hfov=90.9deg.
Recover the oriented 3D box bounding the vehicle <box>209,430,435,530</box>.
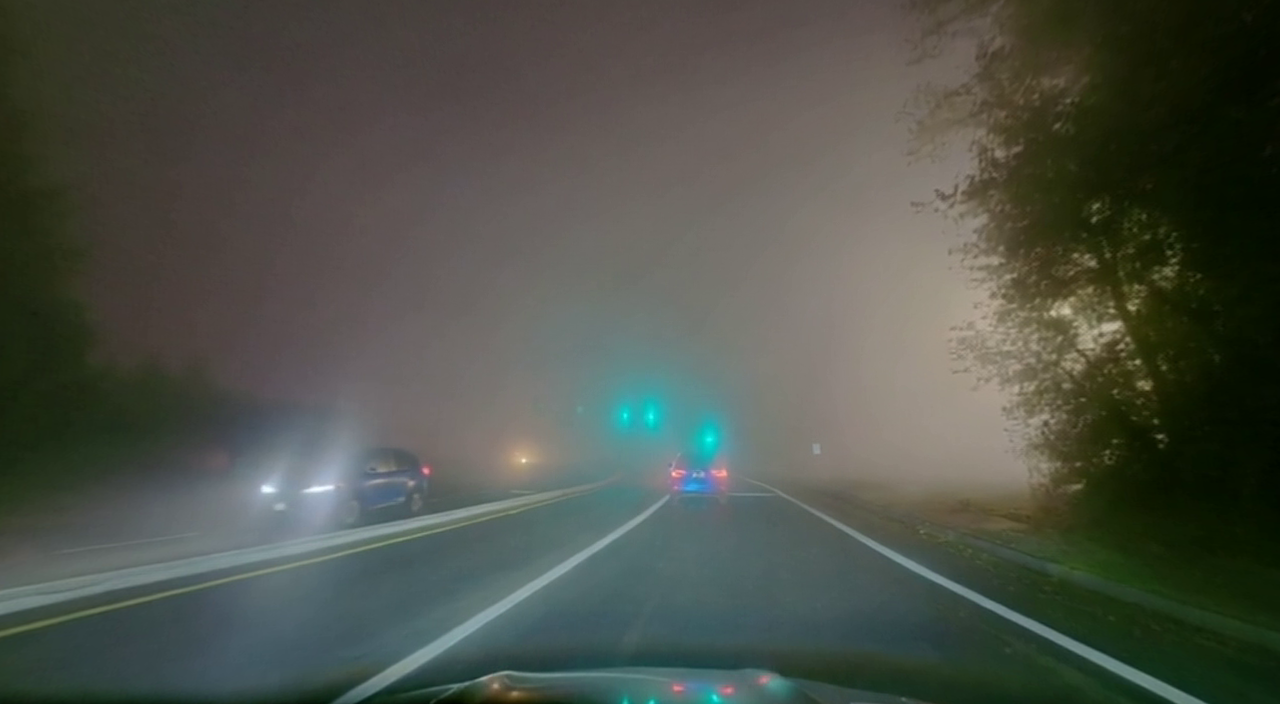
[{"bbox_3d":[-7.147,2.908,15.075,2.150,1.927,5.209,-2,-8,8],"label":"vehicle"}]

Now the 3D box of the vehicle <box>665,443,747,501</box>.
[{"bbox_3d":[1.912,3.536,19.028,2.148,1.521,4.089,-1,-8,4],"label":"vehicle"}]
